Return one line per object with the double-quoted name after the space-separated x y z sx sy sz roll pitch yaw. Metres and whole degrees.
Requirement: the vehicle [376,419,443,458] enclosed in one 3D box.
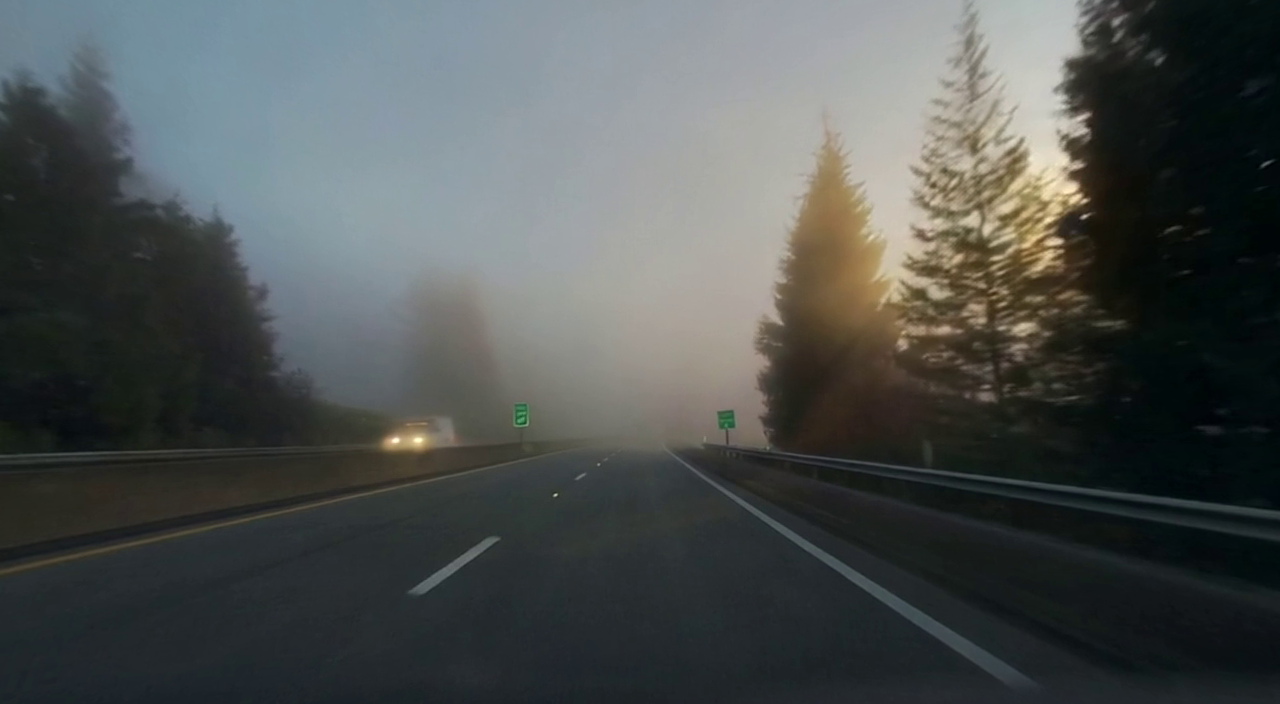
-16.286 6.154 45.064 2.216 2.530 6.587 0 -8 1 "vehicle"
